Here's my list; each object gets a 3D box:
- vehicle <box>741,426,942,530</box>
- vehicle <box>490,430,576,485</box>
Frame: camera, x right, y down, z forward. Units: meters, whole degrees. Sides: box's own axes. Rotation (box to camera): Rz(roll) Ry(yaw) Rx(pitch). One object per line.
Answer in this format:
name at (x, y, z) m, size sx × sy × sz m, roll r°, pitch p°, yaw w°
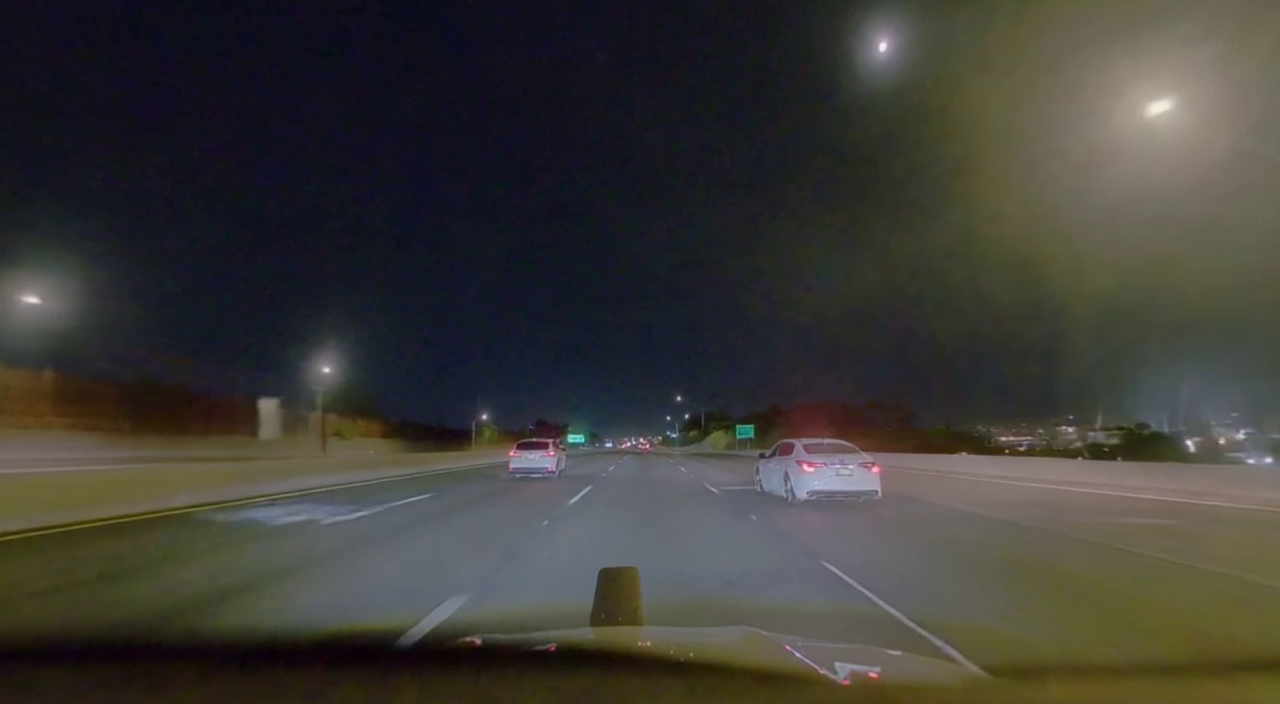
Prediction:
vehicle at (3.450, 2.276, 12.083) m, size 2.107 × 1.550 × 4.949 m, roll 0°, pitch -8°, yaw -1°
vehicle at (-3.689, 3.738, 22.650) m, size 2.193 × 1.746 × 4.512 m, roll 0°, pitch -8°, yaw 1°
